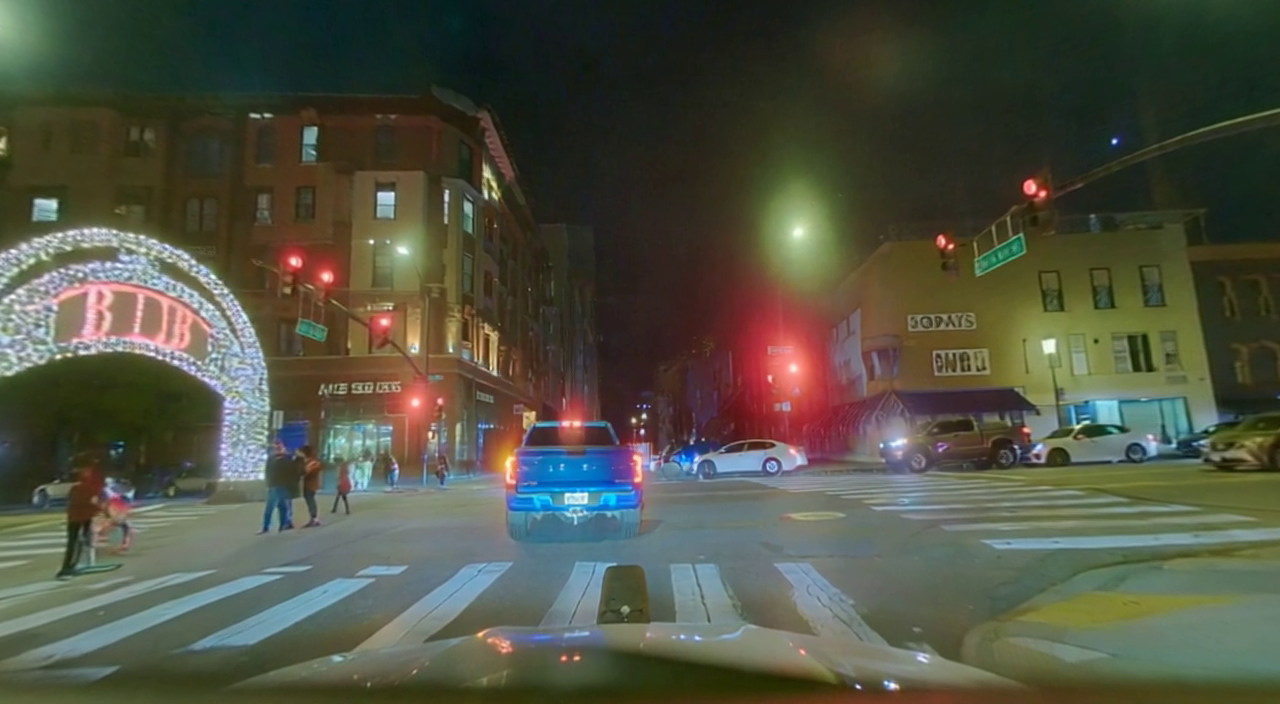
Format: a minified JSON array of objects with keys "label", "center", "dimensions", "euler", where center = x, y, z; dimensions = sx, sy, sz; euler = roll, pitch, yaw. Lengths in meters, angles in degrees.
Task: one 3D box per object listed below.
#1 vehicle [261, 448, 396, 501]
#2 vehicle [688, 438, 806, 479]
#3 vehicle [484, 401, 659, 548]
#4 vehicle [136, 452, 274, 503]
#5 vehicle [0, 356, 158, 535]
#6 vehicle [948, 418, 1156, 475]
[{"label":"vehicle","center":[-13.324,5.226,27.163],"dimensions":[4.799,1.909,2.011],"euler":[-3,-7,2]},{"label":"vehicle","center":[4.241,4.314,25.684],"dimensions":[4.515,1.583,1.920],"euler":[-1,-9,3]},{"label":"vehicle","center":[-1.497,2.132,11.739],"dimensions":[2.477,2.020,5.534],"euler":[2,-9,-12]},{"label":"vehicle","center":[-18.644,5.392,27.205],"dimensions":[4.398,2.057,1.959],"euler":[0,-9,-1]},{"label":"vehicle","center":[-22.353,2.682,18.278],"dimensions":[13.729,4.662,3.300],"euler":[0,-9,0]},{"label":"vehicle","center":[11.566,2.692,17.931],"dimensions":[4.600,1.506,1.878],"euler":[0,-9,-1]}]
